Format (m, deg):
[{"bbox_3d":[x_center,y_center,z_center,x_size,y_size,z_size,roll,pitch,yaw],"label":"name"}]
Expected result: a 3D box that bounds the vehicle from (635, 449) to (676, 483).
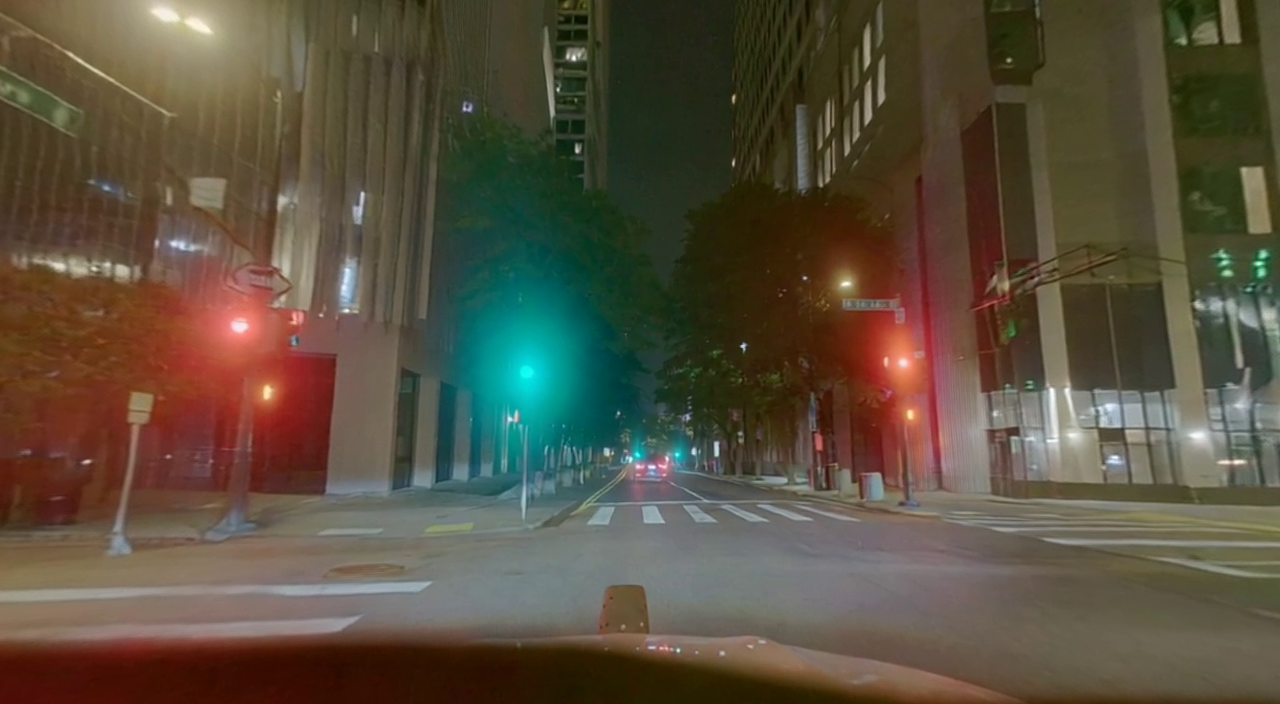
[{"bbox_3d":[0.794,6.189,34.428,2.079,1.621,3.861,-1,-8,0],"label":"vehicle"}]
